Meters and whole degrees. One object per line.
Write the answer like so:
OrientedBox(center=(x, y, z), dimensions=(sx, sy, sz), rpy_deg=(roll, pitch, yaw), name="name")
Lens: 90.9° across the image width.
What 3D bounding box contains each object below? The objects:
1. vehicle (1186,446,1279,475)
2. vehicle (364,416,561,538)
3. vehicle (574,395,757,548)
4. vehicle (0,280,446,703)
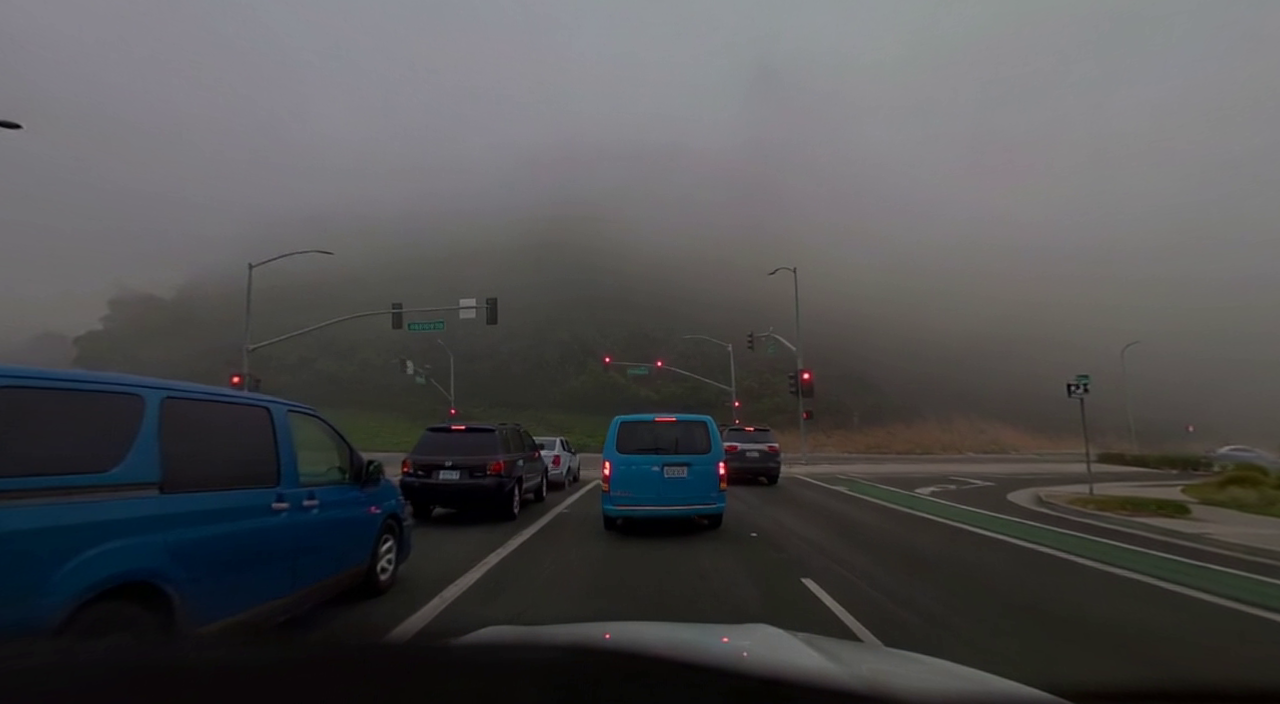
OrientedBox(center=(31.881, 5.659, 33.049), dimensions=(4.696, 1.461, 1.810), rpy_deg=(0, -8, 1), name="vehicle")
OrientedBox(center=(-2.682, 2.021, 10.779), dimensions=(1.972, 1.642, 4.372), rpy_deg=(0, -8, 2), name="vehicle")
OrientedBox(center=(0.295, 1.758, 9.813), dimensions=(2.185, 1.822, 4.391), rpy_deg=(0, -8, 0), name="vehicle")
OrientedBox(center=(-2.798, 0.893, 3.047), dimensions=(2.131, 1.783, 4.540), rpy_deg=(0, -8, 2), name="vehicle")
